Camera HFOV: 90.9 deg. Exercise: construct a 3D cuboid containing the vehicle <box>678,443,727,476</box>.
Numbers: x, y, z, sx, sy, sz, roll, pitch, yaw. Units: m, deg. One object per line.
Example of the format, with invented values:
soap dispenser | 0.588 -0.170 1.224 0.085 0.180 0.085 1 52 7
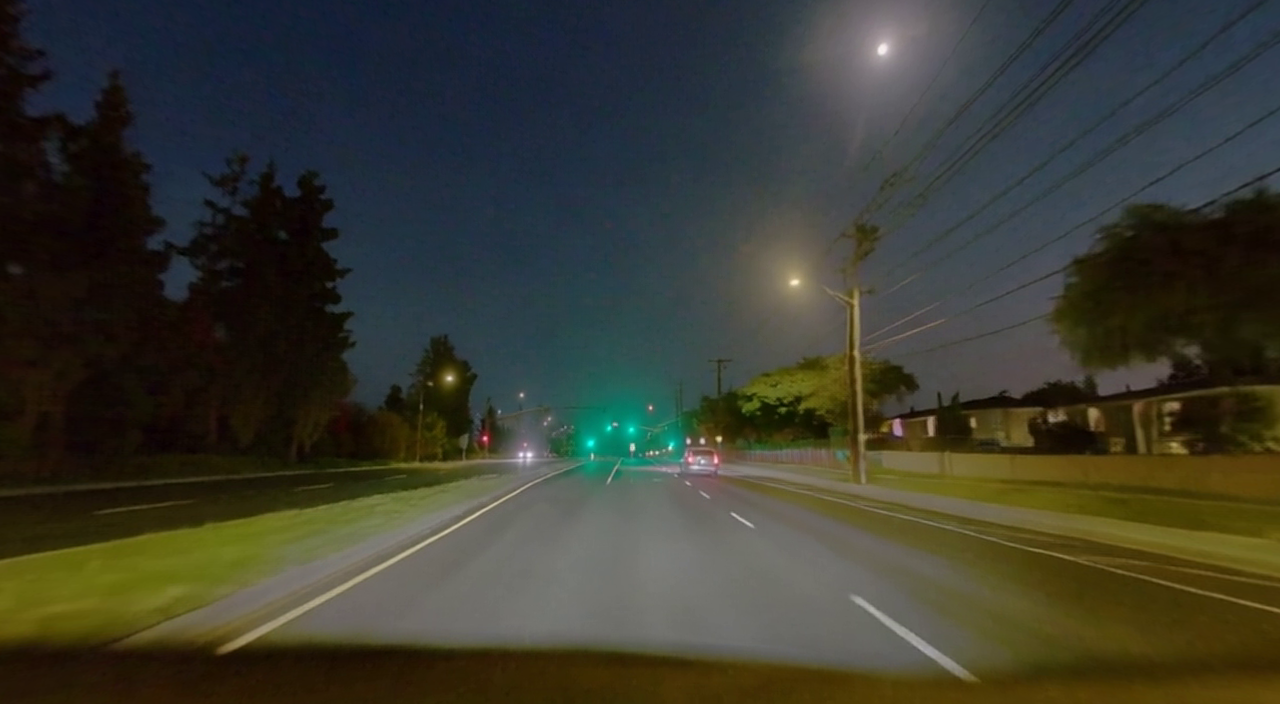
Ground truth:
vehicle | 3.519 6.140 36.334 2.240 1.781 4.433 0 -9 -1
